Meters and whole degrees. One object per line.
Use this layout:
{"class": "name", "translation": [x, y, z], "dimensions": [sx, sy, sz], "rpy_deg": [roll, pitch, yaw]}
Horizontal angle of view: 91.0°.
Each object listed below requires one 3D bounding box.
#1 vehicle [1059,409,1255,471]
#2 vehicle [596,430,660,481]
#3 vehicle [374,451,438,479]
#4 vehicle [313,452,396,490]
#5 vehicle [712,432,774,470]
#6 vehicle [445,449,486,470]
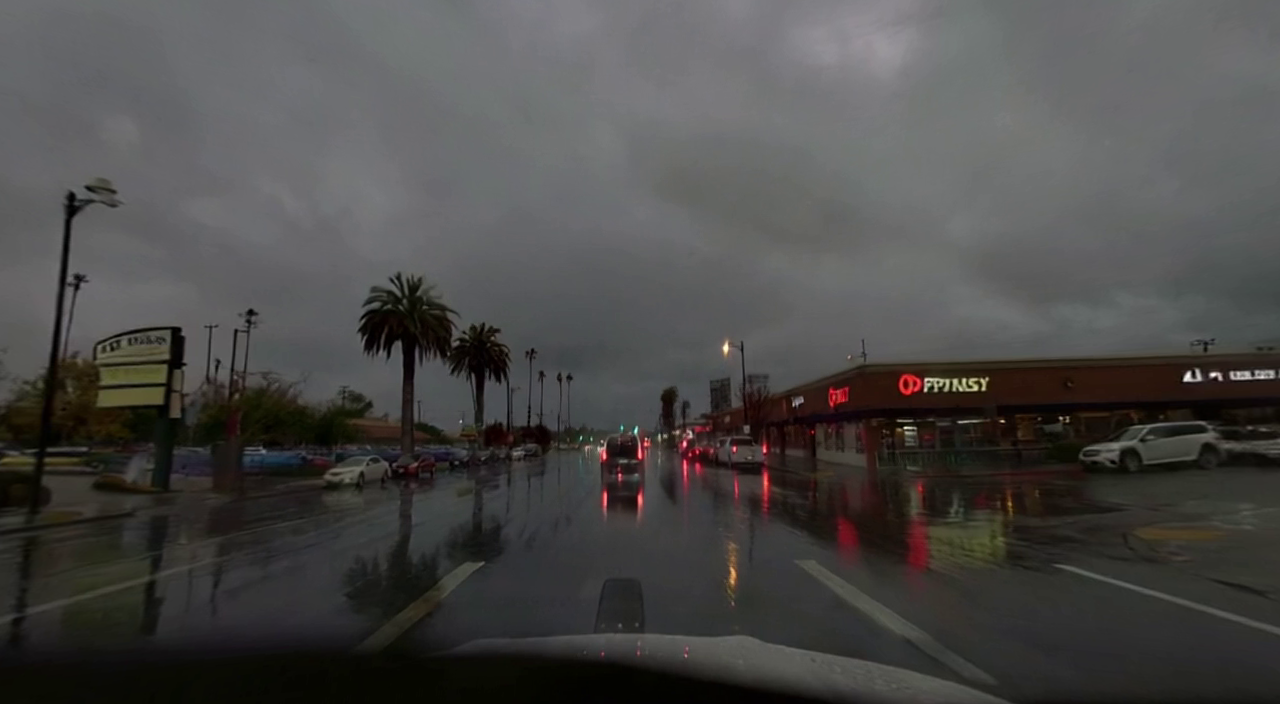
{"class": "vehicle", "translation": [19.050, 3.296, 23.428], "dimensions": [5.096, 2.029, 2.324], "rpy_deg": [-2, -9, 0]}
{"class": "vehicle", "translation": [-0.433, 3.903, 23.930], "dimensions": [2.239, 1.763, 4.096], "rpy_deg": [0, -8, -1]}
{"class": "vehicle", "translation": [-13.337, 6.447, 36.147], "dimensions": [1.968, 1.472, 4.345], "rpy_deg": [0, -8, 1]}
{"class": "vehicle", "translation": [-13.263, 5.523, 29.572], "dimensions": [1.881, 1.484, 4.565], "rpy_deg": [-3, -8, -1]}
{"class": "vehicle", "translation": [5.574, 5.491, 34.974], "dimensions": [2.430, 1.924, 5.779], "rpy_deg": [0, -8, 0]}
{"class": "vehicle", "translation": [-13.344, 8.212, 48.371], "dimensions": [1.840, 1.521, 4.450], "rpy_deg": [0, -8, 1]}
